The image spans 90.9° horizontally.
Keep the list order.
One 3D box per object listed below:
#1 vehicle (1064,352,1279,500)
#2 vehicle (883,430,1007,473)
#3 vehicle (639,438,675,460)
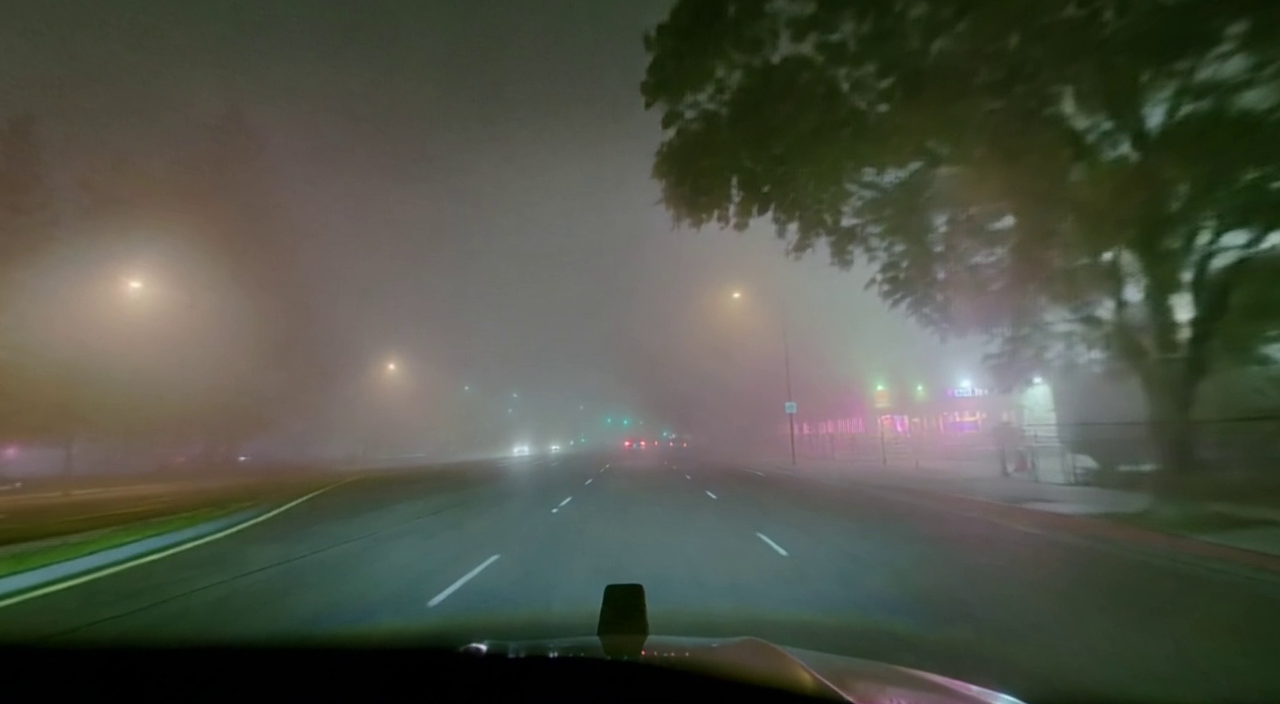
[{"bbox_3d":[15.578,1.923,16.303,6.641,3.391,3.387,0,-8,-2],"label":"vehicle"},{"bbox_3d":[12.288,4.000,25.759,1.948,1.466,4.520,-1,-7,-15],"label":"vehicle"},{"bbox_3d":[1.243,6.914,44.997,1.974,1.490,4.231,-2,-9,10],"label":"vehicle"}]
